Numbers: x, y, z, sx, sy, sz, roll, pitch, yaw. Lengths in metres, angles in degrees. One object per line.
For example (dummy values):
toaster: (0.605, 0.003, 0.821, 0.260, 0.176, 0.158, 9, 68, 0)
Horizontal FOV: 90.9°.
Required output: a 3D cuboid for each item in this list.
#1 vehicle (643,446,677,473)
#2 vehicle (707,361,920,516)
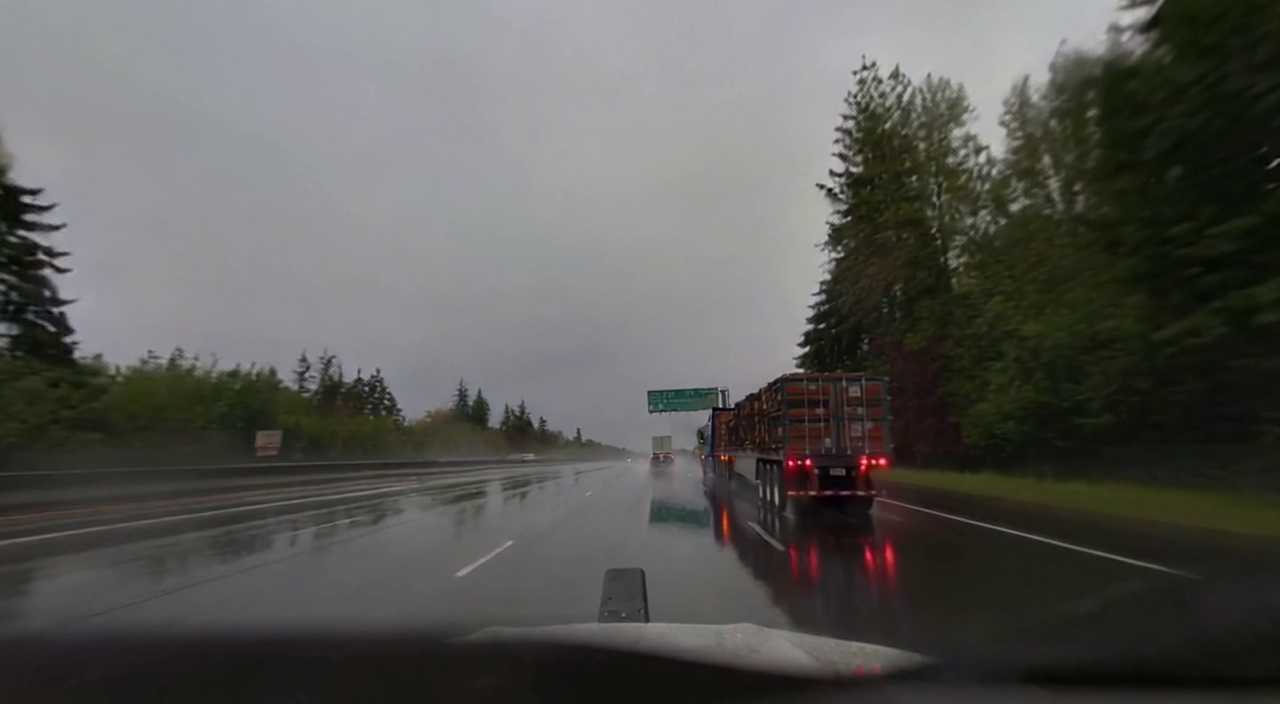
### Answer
vehicle: (1.217, 6.635, 39.235, 2.042, 1.528, 4.300, 0, -8, 1)
vehicle: (4.539, 3.141, 22.335, 2.917, 3.179, 18.723, 0, -8, 2)
